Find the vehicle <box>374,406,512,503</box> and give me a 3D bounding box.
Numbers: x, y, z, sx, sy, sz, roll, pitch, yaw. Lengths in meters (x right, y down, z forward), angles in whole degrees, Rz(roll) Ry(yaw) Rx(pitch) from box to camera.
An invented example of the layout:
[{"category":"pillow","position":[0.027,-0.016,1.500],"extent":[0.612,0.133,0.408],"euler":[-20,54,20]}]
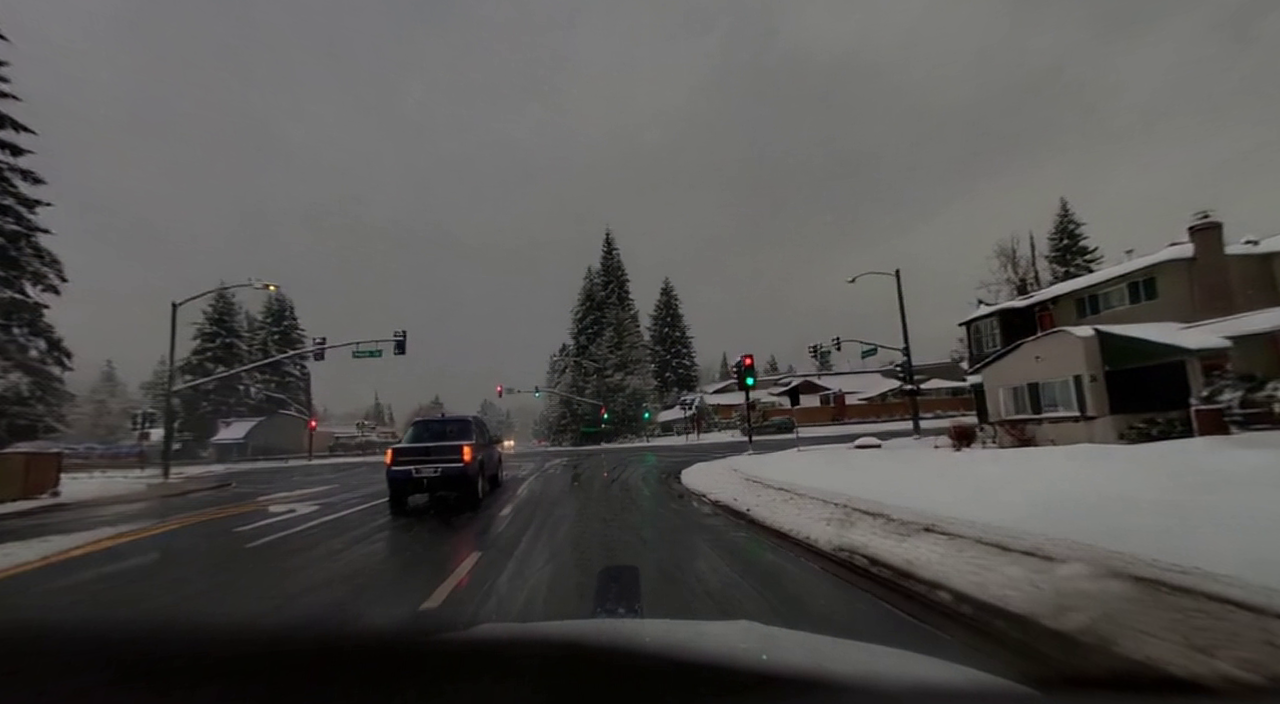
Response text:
[{"category":"vehicle","position":[-4.241,2.299,14.475],"extent":[2.041,1.834,4.679],"euler":[1,-8,-6]}]
